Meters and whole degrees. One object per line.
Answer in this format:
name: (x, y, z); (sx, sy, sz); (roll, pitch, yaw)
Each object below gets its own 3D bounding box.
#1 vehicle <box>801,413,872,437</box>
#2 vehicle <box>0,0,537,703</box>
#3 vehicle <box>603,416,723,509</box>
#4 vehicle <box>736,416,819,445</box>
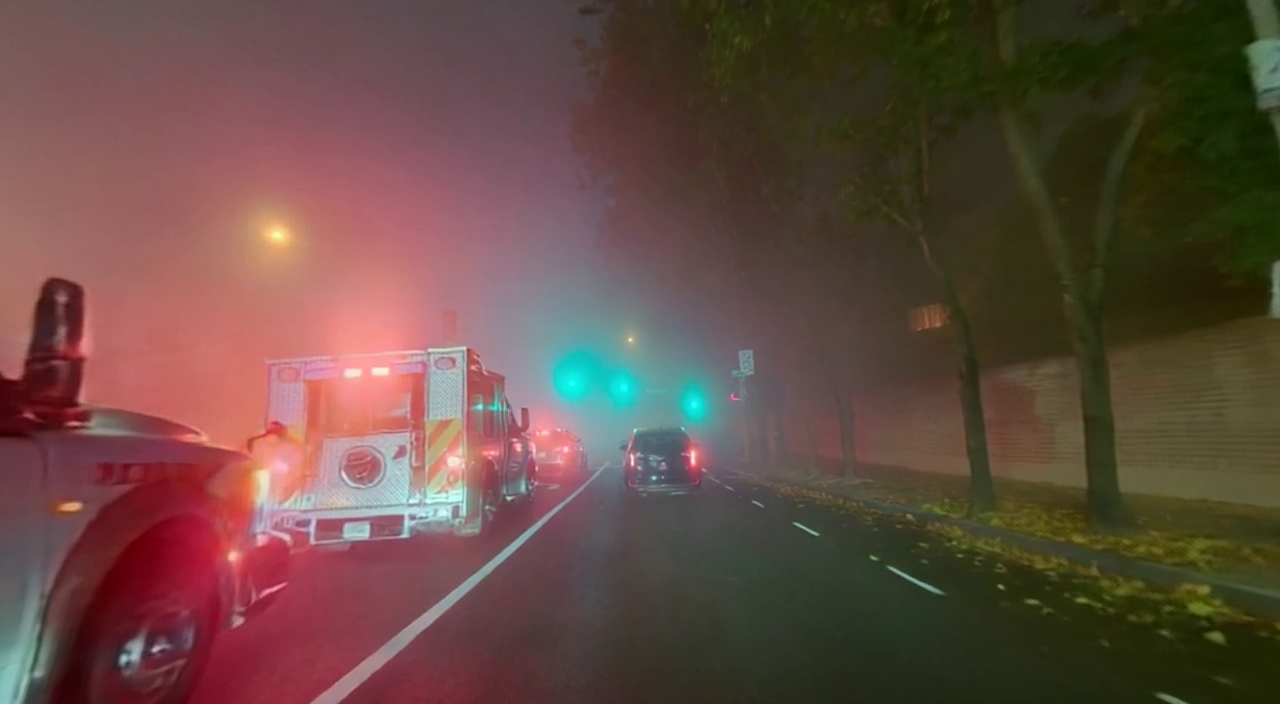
vehicle: (14.593, 5.485, 47.006); (4.528, 1.704, 2.073); (2, -9, -13)
vehicle: (-3.588, 0.313, 4.942); (3.631, 3.655, 12.773); (0, -8, -1)
vehicle: (0.310, 2.539, 15.006); (2.332, 1.831, 4.930); (0, -8, -4)
vehicle: (9.233, 5.317, 42.578); (4.955, 1.907, 2.040); (1, -8, -11)
